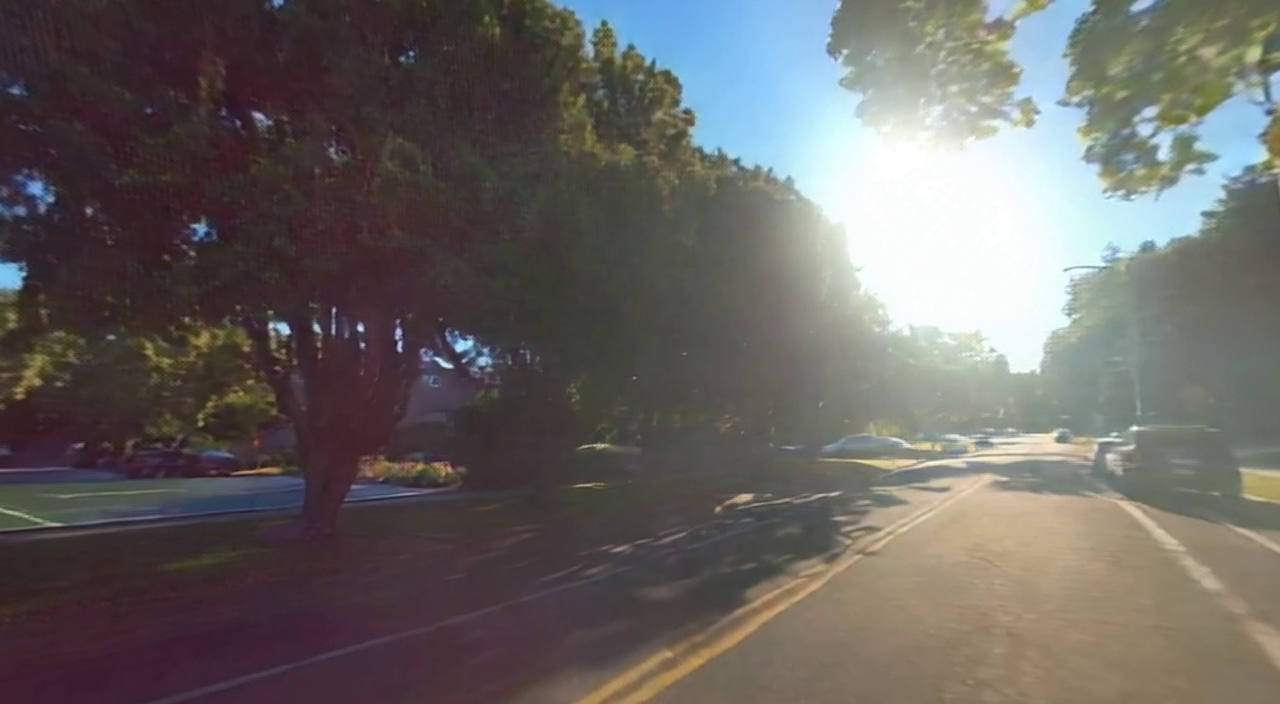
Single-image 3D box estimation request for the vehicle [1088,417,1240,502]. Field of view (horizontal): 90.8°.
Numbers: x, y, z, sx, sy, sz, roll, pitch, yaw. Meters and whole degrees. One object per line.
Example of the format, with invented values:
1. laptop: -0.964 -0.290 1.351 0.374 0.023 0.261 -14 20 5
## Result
1. vehicle: 12.777 2.628 15.754 2.204 1.776 4.262 -5 -10 31
